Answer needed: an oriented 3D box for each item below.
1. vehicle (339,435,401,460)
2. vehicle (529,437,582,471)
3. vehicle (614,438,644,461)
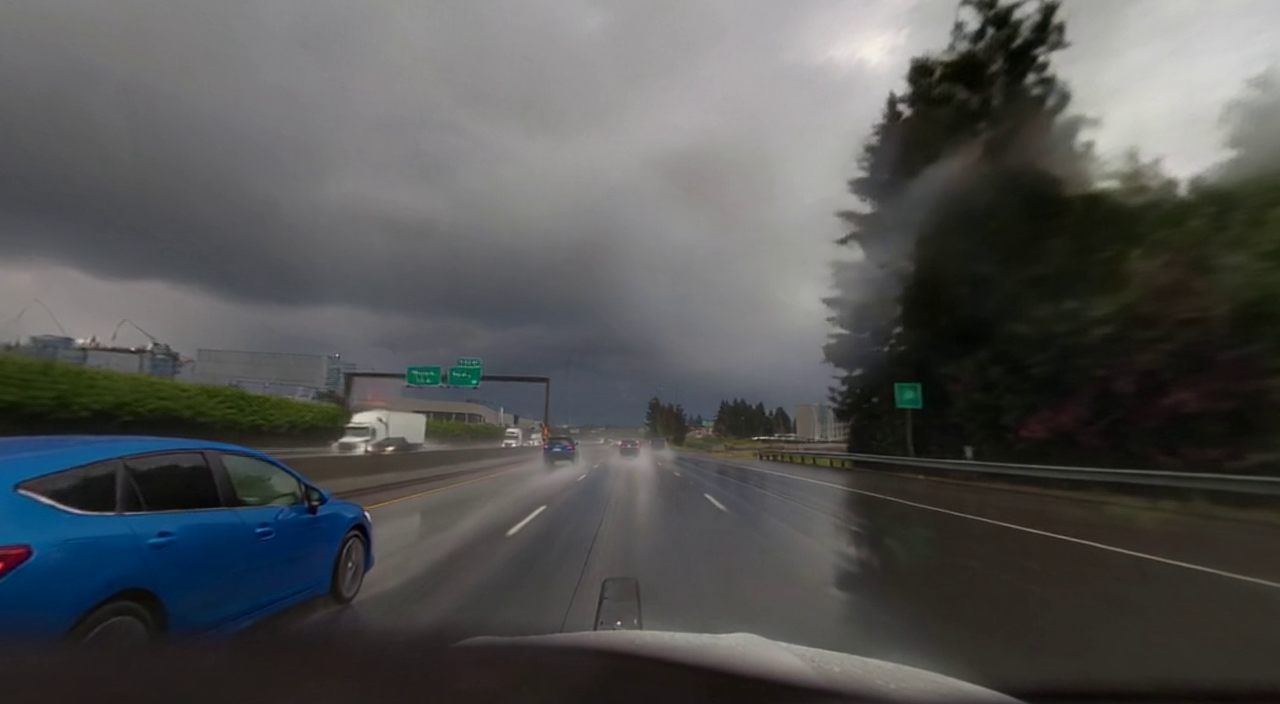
[{"bbox_3d":[-17.070,6.070,39.997,1.846,1.486,4.873,0,-8,-1],"label":"vehicle"},{"bbox_3d":[-4.331,5.280,32.840,2.271,1.626,4.463,0,-8,-1],"label":"vehicle"},{"bbox_3d":[-0.897,7.587,49.005,2.196,1.699,4.499,0,-8,-2],"label":"vehicle"}]
